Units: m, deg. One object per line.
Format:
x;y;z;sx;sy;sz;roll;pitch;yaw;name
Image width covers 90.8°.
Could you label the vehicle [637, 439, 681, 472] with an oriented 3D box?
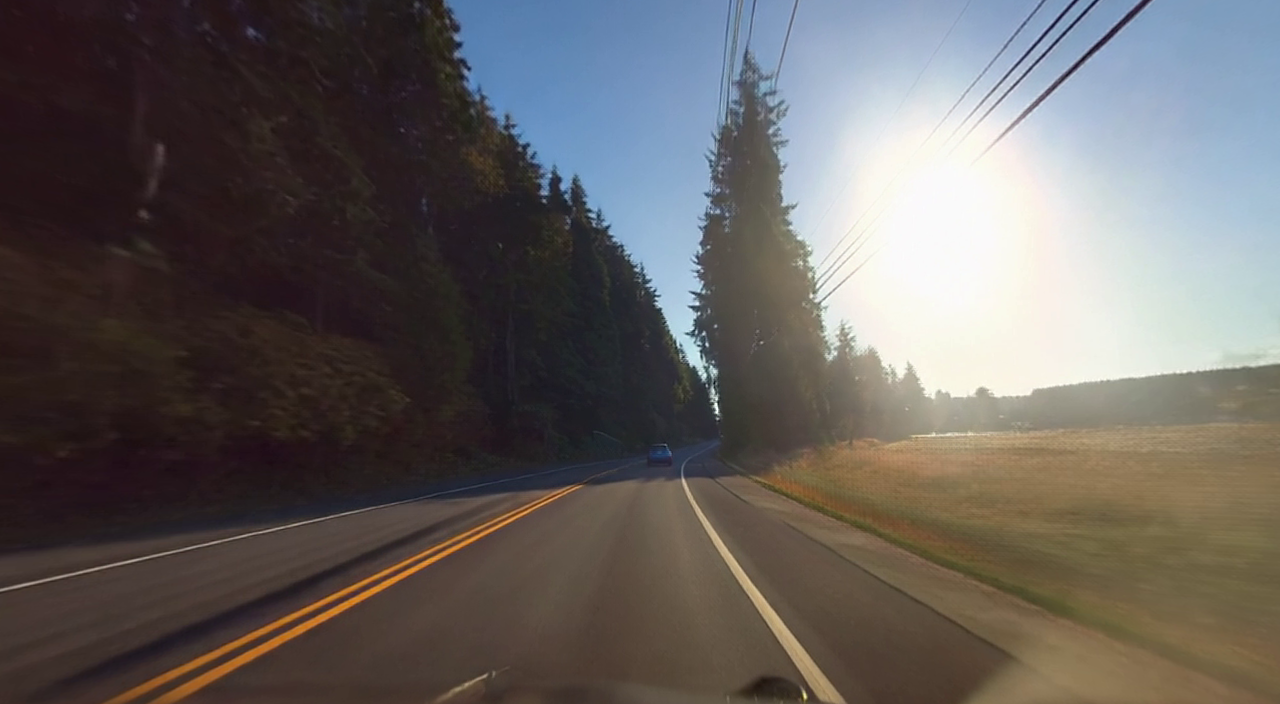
1.010;5.219;32.044;2.059;1.524;3.963;-1;-9;4;vehicle
